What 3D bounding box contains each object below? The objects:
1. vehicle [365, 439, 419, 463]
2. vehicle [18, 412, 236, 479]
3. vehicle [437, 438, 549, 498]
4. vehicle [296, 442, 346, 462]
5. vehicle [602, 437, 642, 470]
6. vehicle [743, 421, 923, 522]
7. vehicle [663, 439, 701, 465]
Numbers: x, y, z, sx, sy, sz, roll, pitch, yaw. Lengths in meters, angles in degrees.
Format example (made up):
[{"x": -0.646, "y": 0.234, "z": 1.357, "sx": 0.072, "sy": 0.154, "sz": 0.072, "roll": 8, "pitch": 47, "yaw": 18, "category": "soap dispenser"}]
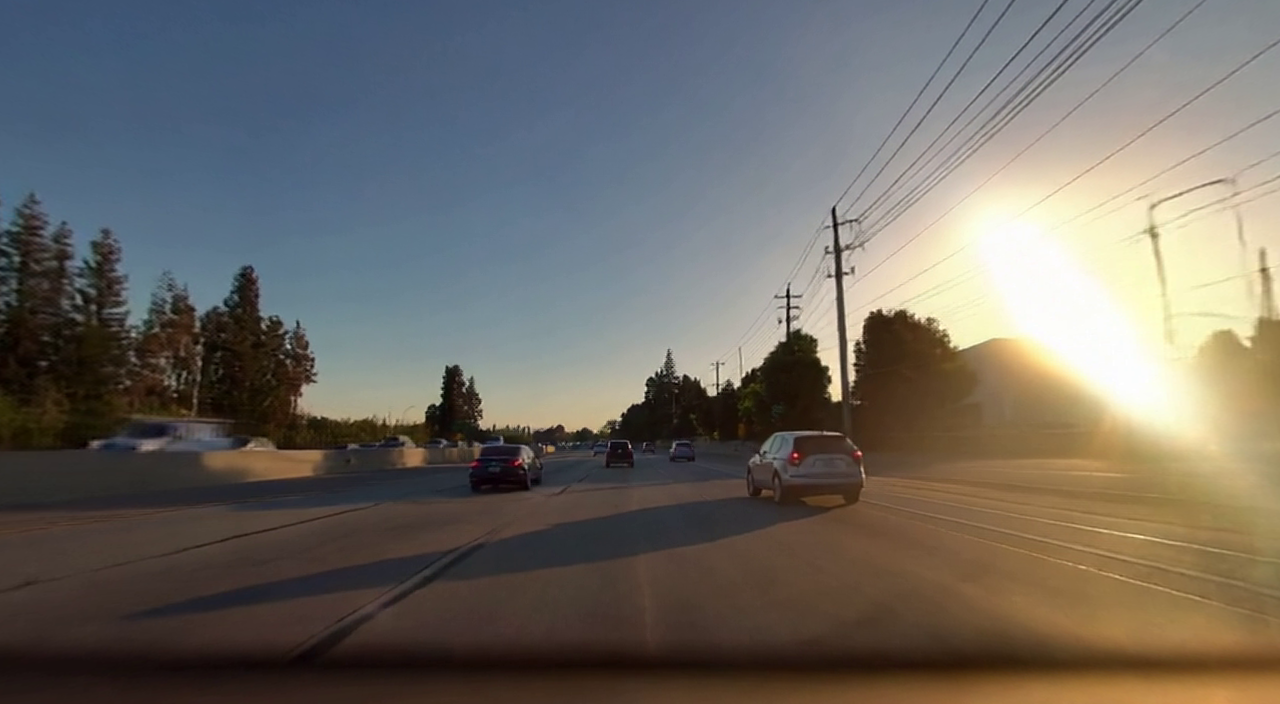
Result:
[{"x": -17.252, "y": 6.896, "z": 44.030, "sx": 1.984, "sy": 1.524, "sz": 4.452, "roll": 0, "pitch": -8, "yaw": 0, "category": "vehicle"}, {"x": -16.529, "y": 3.103, "z": 20.961, "sx": 2.305, "sy": 1.901, "sz": 5.934, "roll": 0, "pitch": -8, "yaw": -1, "category": "vehicle"}, {"x": -4.253, "y": 3.437, "z": 19.257, "sx": 2.091, "sy": 1.562, "sz": 5.220, "roll": 0, "pitch": -8, "yaw": 1, "category": "vehicle"}, {"x": -24.914, "y": 7.824, "z": 49.423, "sx": 1.806, "sy": 1.445, "sz": 4.241, "roll": 0, "pitch": -8, "yaw": -2, "category": "vehicle"}, {"x": -1.039, "y": 5.867, "z": 36.570, "sx": 2.192, "sy": 1.769, "sz": 4.287, "roll": 0, "pitch": -8, "yaw": -2, "category": "vehicle"}, {"x": 3.732, "y": 2.412, "z": 13.298, "sx": 2.102, "sy": 1.723, "sz": 4.745, "roll": 0, "pitch": -8, "yaw": -2, "category": "vehicle"}, {"x": 2.947, "y": 7.165, "z": 45.393, "sx": 2.099, "sy": 1.720, "sz": 4.829, "roll": 0, "pitch": -8, "yaw": -3, "category": "vehicle"}]
